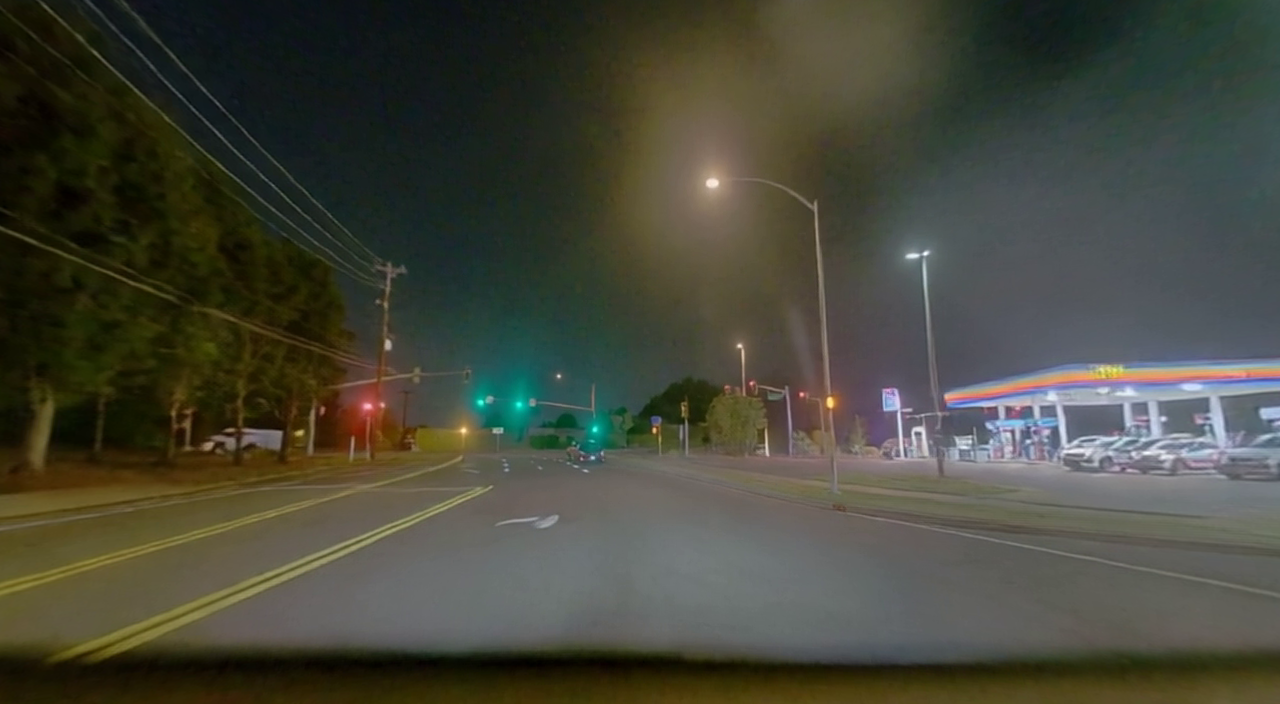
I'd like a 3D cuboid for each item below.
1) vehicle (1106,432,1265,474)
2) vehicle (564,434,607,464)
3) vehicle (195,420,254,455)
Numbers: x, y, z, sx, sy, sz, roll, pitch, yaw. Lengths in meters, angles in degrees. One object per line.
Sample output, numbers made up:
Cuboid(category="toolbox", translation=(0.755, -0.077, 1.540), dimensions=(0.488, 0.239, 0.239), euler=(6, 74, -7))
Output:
Cuboid(category="vehicle", translation=(20.393, 3.782, 23.534), dimensions=(4.661, 1.476, 1.943), euler=(2, -9, -12))
Cuboid(category="vehicle", translation=(-3.638, 6.401, 41.436), dimensions=(2.300, 1.868, 4.690), euler=(2, -9, -11))
Cuboid(category="vehicle", translation=(-31.043, 6.435, 46.903), dimensions=(2.427, 2.514, 2.560), euler=(-4, -10, 23))
